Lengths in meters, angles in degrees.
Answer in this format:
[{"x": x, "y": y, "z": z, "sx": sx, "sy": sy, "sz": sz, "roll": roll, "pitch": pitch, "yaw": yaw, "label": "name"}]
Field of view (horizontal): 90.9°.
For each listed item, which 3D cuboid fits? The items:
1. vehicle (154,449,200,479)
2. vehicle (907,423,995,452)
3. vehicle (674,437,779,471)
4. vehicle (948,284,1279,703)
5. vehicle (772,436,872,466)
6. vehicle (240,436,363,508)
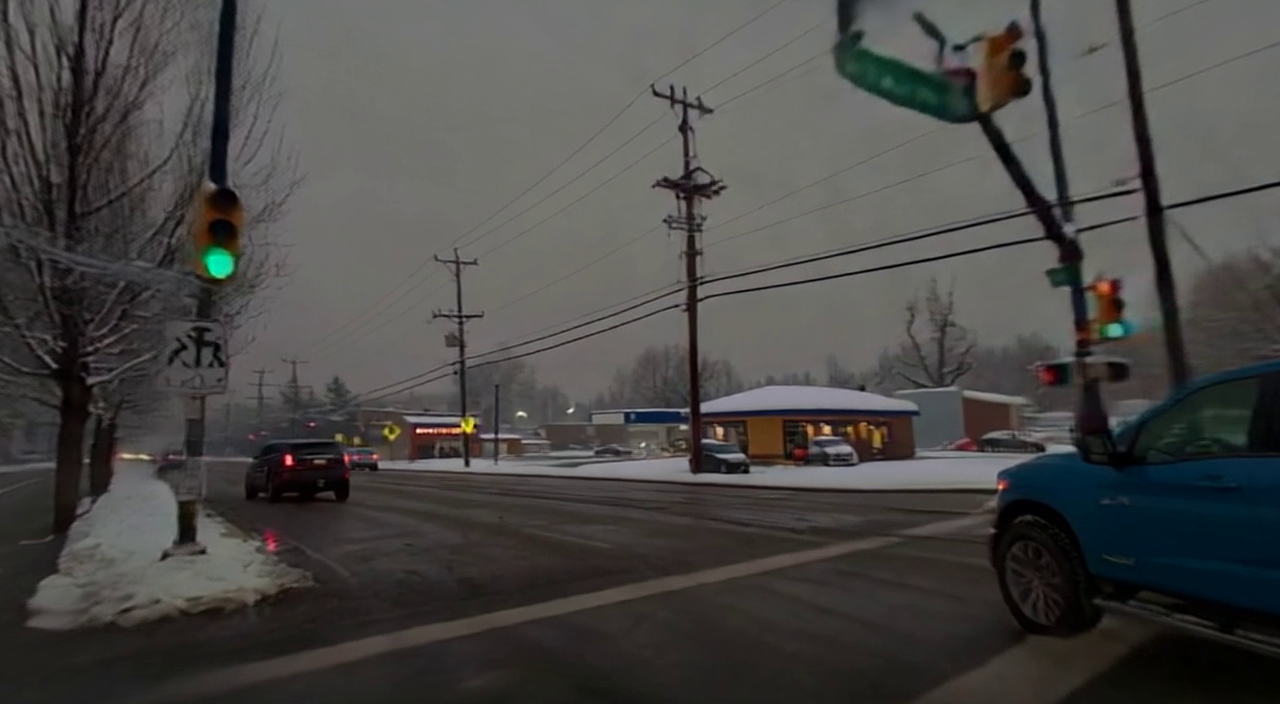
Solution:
[{"x": -29.709, "y": 7.111, "z": 40.354, "sx": 1.921, "sy": 1.725, "sz": 4.498, "roll": 7, "pitch": -11, "yaw": -40, "label": "vehicle"}, {"x": 20.048, "y": 5.583, "z": 40.831, "sx": 1.883, "sy": 1.726, "sz": 4.669, "roll": 7, "pitch": -11, "yaw": -39, "label": "vehicle"}, {"x": 4.123, "y": 4.800, "z": 29.825, "sx": 4.661, "sy": 1.480, "sz": 1.913, "roll": 4, "pitch": -9, "yaw": -28, "label": "vehicle"}, {"x": 3.514, "y": 0.586, "z": 1.947, "sx": 2.036, "sy": 1.818, "sz": 5.192, "roll": 1, "pitch": -8, "yaw": -6, "label": "vehicle"}, {"x": 9.083, "y": 4.942, "z": 31.637, "sx": 4.495, "sy": 1.399, "sz": 1.715, "roll": 1, "pitch": -9, "yaw": -12, "label": "vehicle"}, {"x": -10.233, "y": 3.479, "z": 18.853, "sx": 2.141, "sy": 1.842, "sz": 4.889, "roll": 7, "pitch": -11, "yaw": -39, "label": "vehicle"}]
